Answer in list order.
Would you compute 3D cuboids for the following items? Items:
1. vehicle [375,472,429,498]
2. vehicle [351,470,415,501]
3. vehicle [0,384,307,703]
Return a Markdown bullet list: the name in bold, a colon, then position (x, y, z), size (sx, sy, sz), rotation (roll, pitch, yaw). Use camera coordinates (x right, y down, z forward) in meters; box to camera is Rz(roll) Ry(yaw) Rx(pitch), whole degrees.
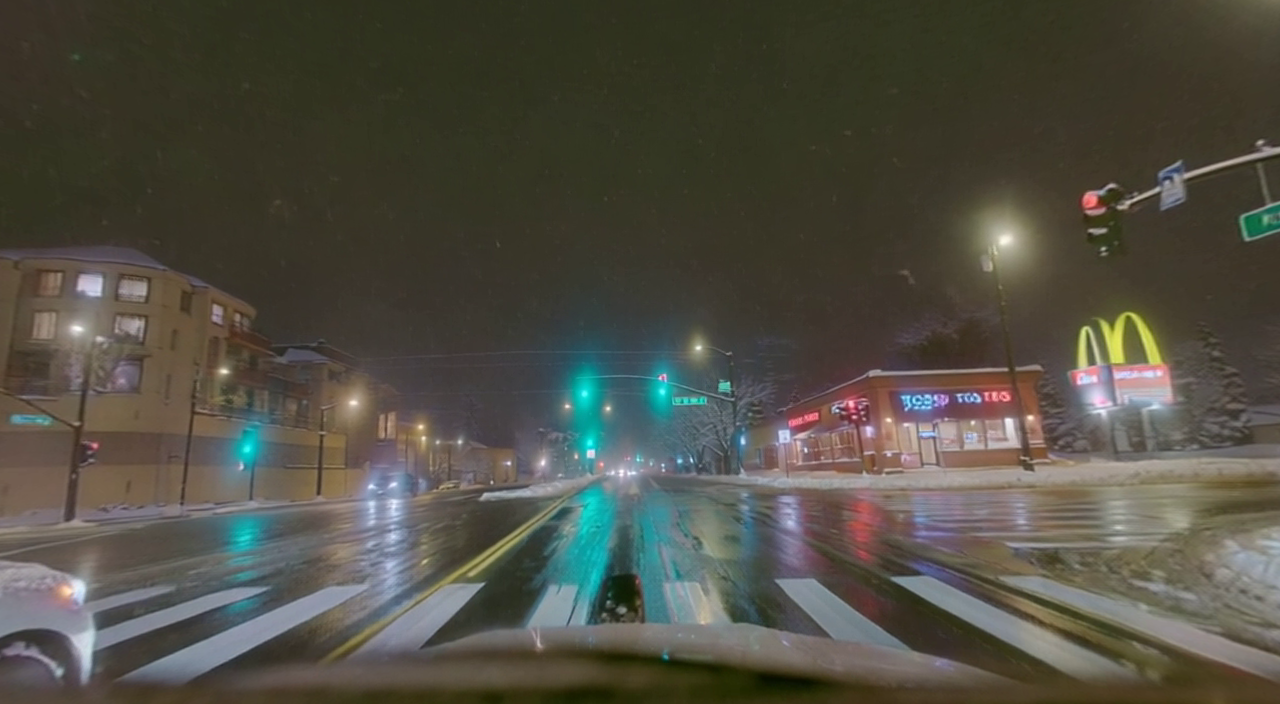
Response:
- **vehicle**: position (-15.775, 8.821, 42.016), size (1.931, 1.471, 4.152), rotation (0, -9, 1)
- **vehicle**: position (-19.270, 10.024, 47.569), size (2.227, 2.033, 5.614), rotation (0, -9, 2)
- **vehicle**: position (-3.394, 0.895, 1.952), size (2.081, 1.644, 4.523), rotation (0, -9, 2)
